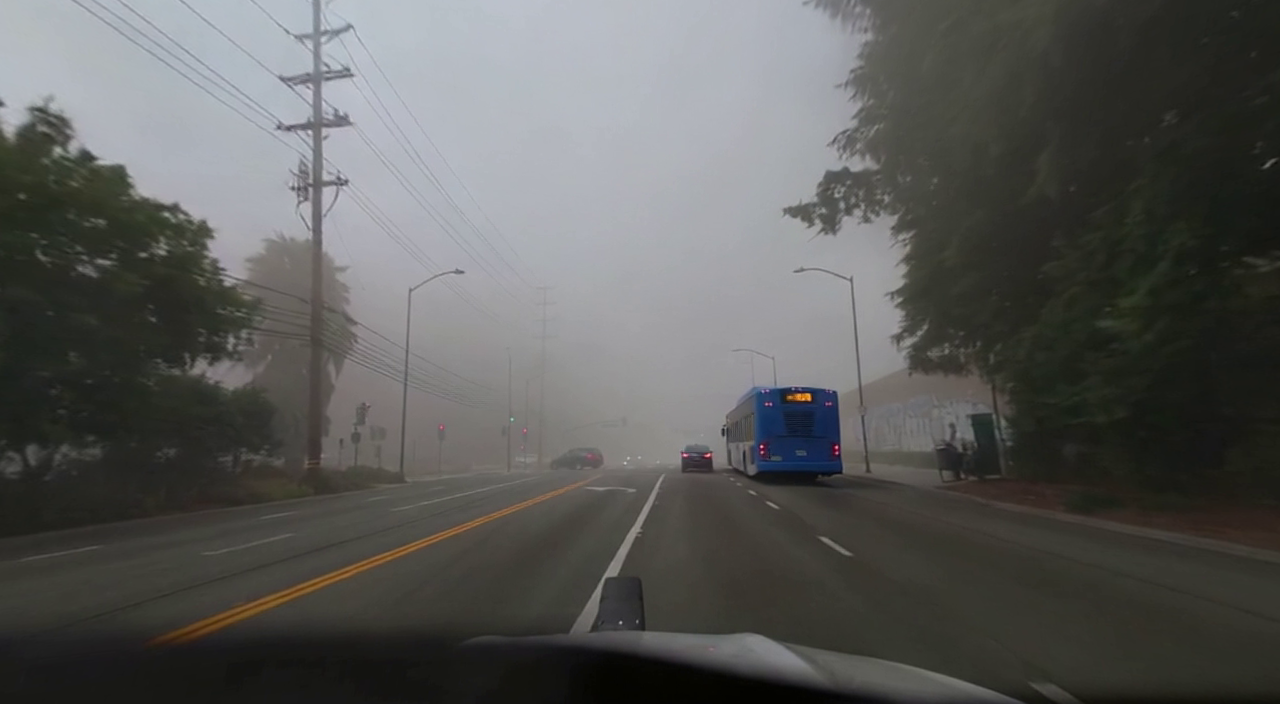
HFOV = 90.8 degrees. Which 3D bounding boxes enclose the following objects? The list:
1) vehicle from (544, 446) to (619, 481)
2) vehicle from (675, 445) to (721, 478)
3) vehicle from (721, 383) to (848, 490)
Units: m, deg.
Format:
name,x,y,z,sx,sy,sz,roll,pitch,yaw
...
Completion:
name,x,y,z,sx,sy,sz,roll,pitch,yaw
vehicle,-2.954,5.412,31.008,2.018,1.544,4.420,4,-10,-29
vehicle,2.739,5.246,30.629,1.961,1.470,4.196,-1,-8,2
vehicle,5.470,3.663,26.774,3.045,3.447,12.604,-1,-9,3
